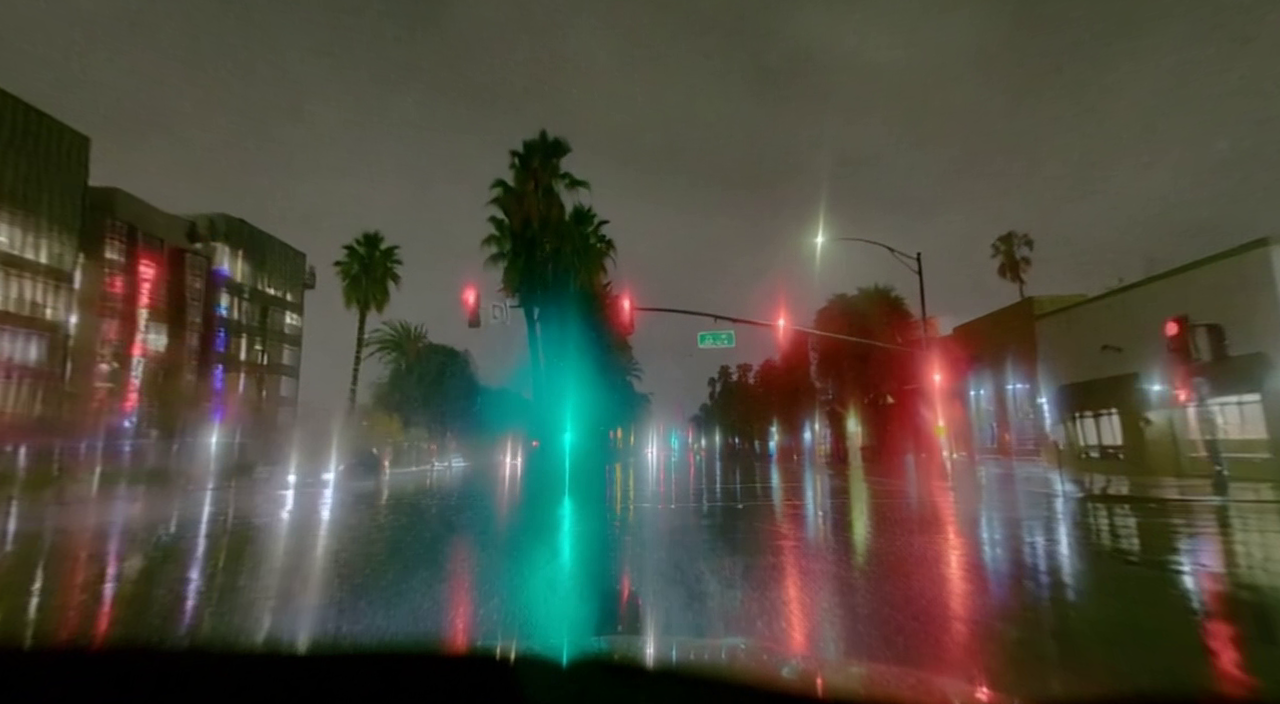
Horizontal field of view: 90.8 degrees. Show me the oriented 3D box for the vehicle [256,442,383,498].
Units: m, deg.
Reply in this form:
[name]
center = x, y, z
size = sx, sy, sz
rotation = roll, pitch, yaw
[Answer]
[vehicle]
center = -12.891, 4.742, 26.002
size = 2.268, 2.016, 5.632
rotation = 0, -9, 0
